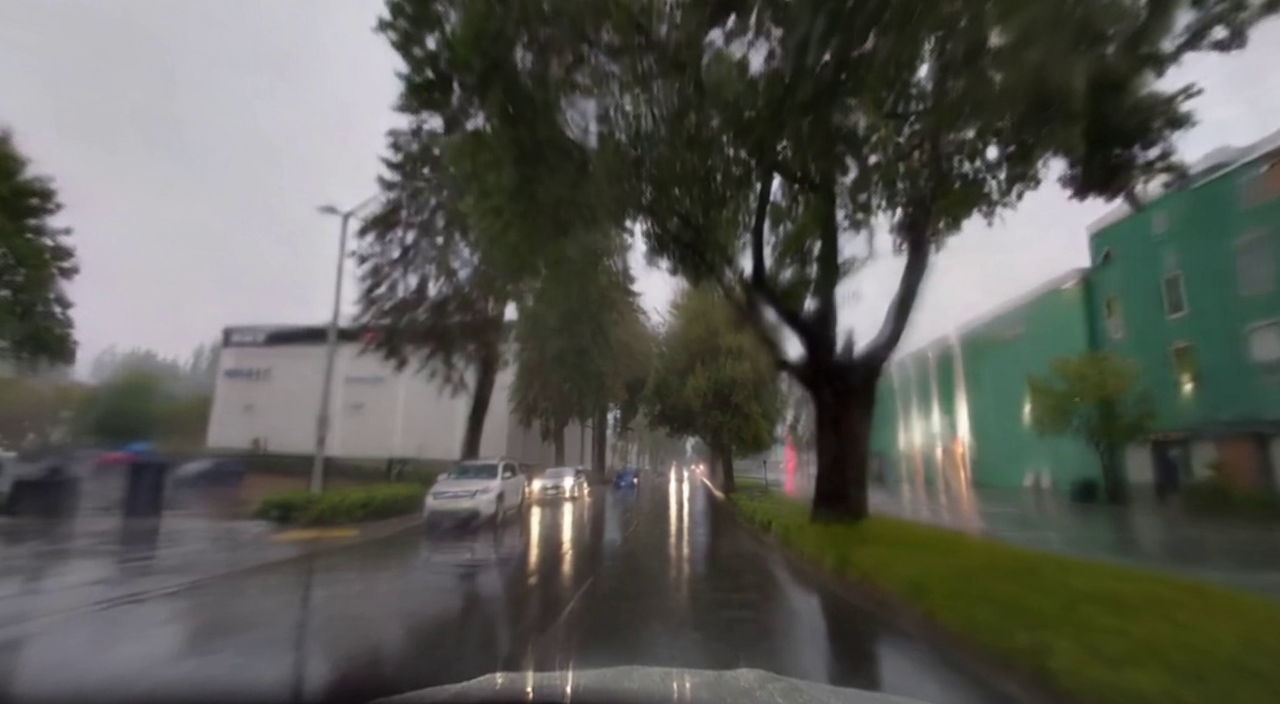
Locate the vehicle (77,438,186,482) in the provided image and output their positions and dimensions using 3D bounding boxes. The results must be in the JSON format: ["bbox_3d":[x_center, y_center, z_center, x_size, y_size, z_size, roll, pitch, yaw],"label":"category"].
[{"bbox_3d":[-38.340,8.215,47.812,2.519,3.043,6.151,0,-10,6],"label":"vehicle"}]

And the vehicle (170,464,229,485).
[{"bbox_3d":[-30.879,8.584,44.239,1.590,1.392,3.279,0,-11,3],"label":"vehicle"}]

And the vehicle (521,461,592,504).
[{"bbox_3d":[-3.228,5.185,25.322,1.903,1.542,4.115,-2,-10,6],"label":"vehicle"}]

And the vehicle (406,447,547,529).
[{"bbox_3d":[-3.941,3.393,16.191,2.022,1.776,4.625,-1,-10,5],"label":"vehicle"}]

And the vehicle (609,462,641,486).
[{"bbox_3d":[-1.042,8.972,46.451,2.011,1.596,3.760,-1,-10,4],"label":"vehicle"}]

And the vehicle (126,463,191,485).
[{"bbox_3d":[-33.895,8.617,44.440,1.576,1.410,3.430,1,-10,4],"label":"vehicle"}]
